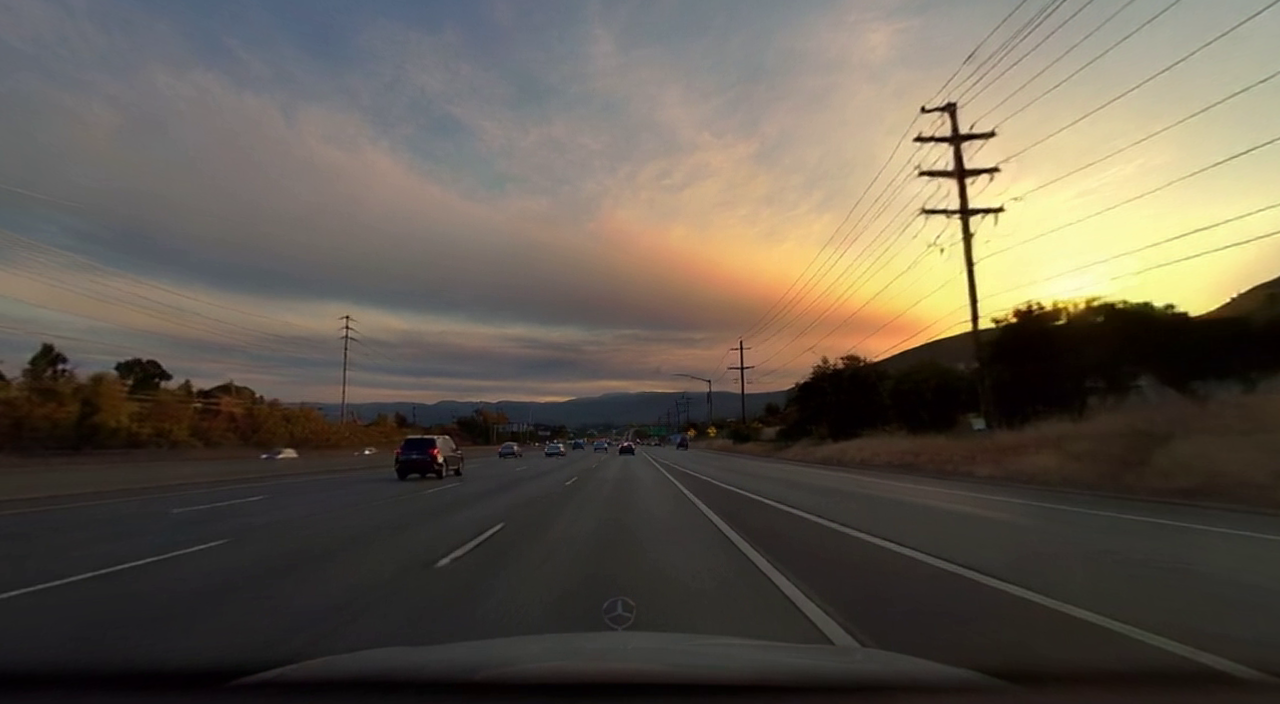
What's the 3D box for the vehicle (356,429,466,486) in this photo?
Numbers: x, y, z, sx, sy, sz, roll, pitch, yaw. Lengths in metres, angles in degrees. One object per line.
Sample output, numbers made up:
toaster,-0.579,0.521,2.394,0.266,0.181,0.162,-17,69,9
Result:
vehicle,-7.999,3.756,22.764,2.115,1.799,5.444,0,-9,-2
